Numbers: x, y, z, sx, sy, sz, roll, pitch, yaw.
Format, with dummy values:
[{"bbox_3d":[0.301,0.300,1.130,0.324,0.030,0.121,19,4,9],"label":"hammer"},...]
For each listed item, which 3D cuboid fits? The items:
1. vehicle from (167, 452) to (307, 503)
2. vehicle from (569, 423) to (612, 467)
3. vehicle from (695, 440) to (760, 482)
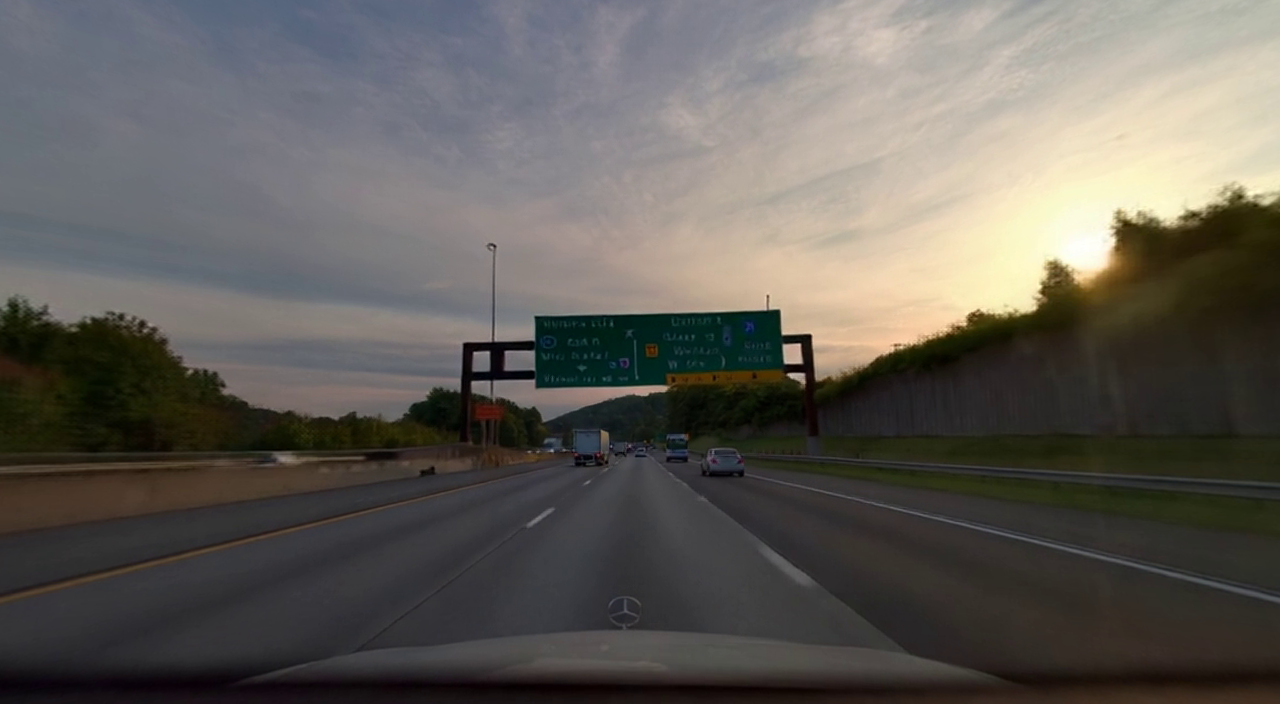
[{"bbox_3d":[-14.560,4.525,23.217,1.774,1.640,5.138,0,-9,0],"label":"vehicle"},{"bbox_3d":[-3.770,7.292,49.168,2.667,3.195,6.731,0,-9,1],"label":"vehicle"},{"bbox_3d":[3.456,4.388,25.628,1.983,1.545,4.038,0,-9,-1],"label":"vehicle"}]
